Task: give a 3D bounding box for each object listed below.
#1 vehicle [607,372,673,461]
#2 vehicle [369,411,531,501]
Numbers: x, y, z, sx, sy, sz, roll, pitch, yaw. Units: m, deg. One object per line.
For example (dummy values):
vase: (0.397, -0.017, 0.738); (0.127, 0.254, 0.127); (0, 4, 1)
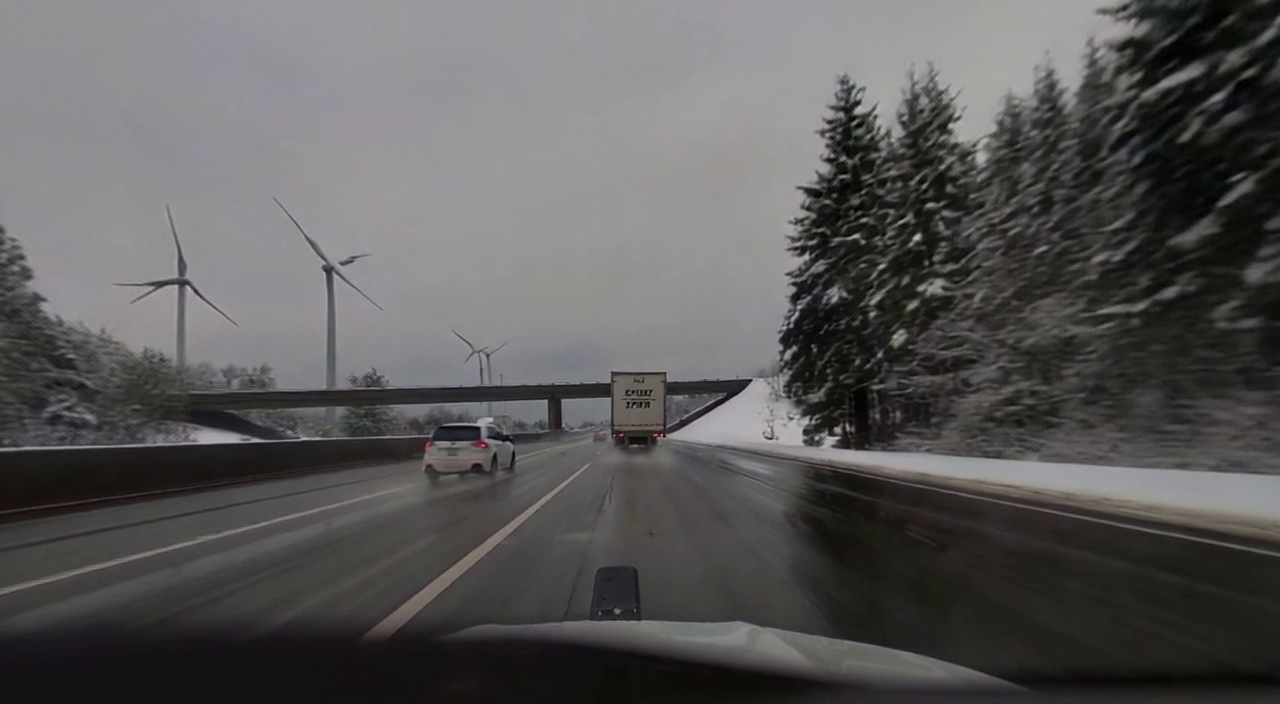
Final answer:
vehicle: (-0.126, 3.665, 34.363); (2.906, 3.990, 12.551); (0, -7, -1)
vehicle: (-4.018, 2.274, 14.401); (2.167, 1.686, 4.946); (0, -7, 0)
